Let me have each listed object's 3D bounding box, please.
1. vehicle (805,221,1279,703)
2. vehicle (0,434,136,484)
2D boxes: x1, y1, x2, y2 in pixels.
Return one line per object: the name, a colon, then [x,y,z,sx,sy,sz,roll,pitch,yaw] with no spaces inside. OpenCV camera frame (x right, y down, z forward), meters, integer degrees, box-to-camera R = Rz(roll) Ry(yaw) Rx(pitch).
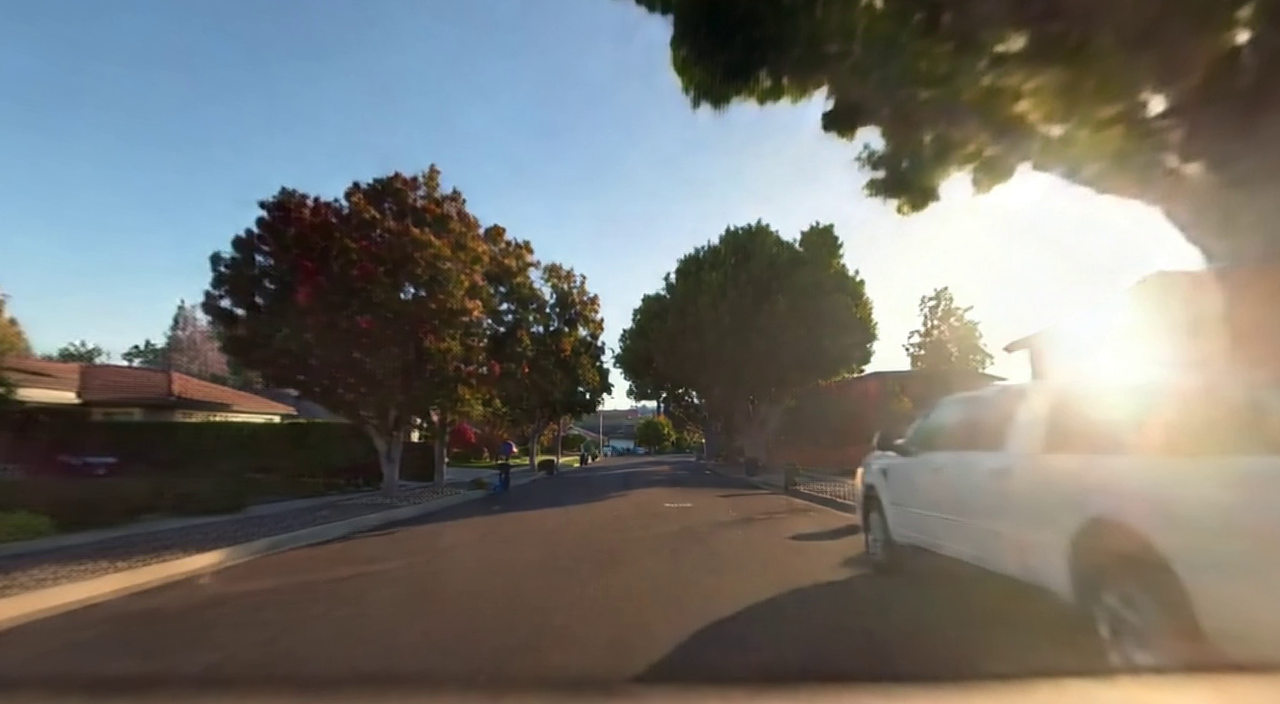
vehicle: [3.704,1.085,5.107,2.789,2.206,7.420,-1,-9,1]
vehicle: [-19.422,3.516,20.945,4.337,1.496,1.868,-2,-9,15]
